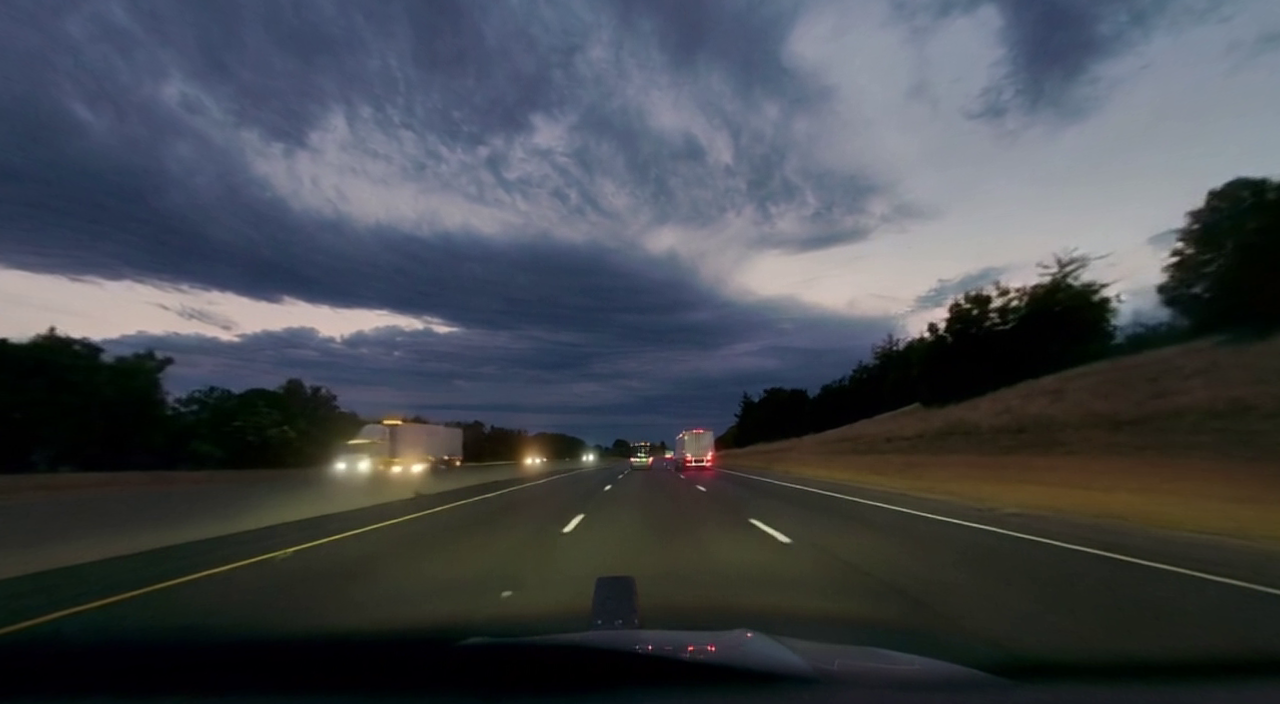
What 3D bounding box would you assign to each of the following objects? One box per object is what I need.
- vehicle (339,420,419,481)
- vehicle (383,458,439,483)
[{"bbox_3d":[-18.350,6.980,44.839,3.003,4.022,5.860,0,-9,1],"label":"vehicle"},{"bbox_3d":[-14.823,7.653,41.119,1.897,1.467,4.566,0,-9,1],"label":"vehicle"}]
